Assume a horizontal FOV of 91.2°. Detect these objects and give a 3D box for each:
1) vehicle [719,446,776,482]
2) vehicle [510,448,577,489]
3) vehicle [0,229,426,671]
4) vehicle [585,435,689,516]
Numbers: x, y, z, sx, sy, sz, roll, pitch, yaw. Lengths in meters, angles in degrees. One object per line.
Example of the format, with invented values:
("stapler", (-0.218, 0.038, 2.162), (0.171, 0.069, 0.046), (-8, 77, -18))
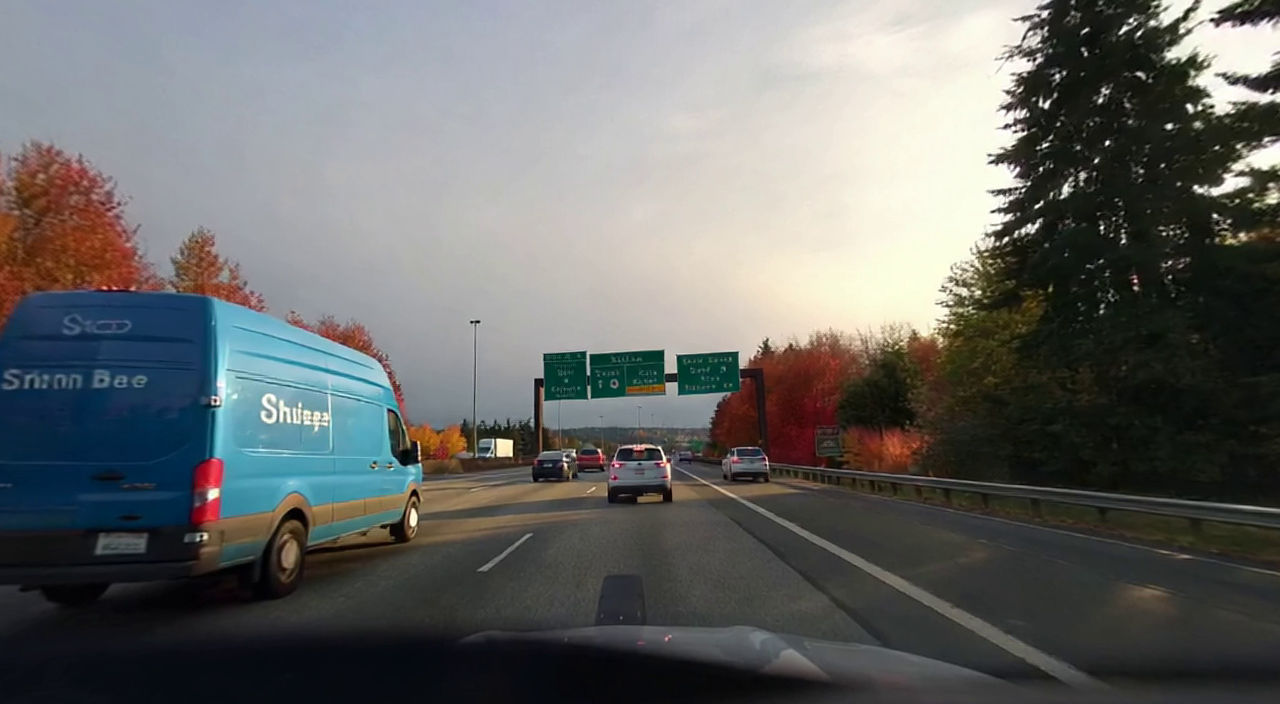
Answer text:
("vehicle", (4.936, 5.209, 29.436), (1.962, 1.503, 4.432), (0, -9, 1))
("vehicle", (-3.805, 4.654, 25.433), (2.015, 1.496, 4.312), (0, -9, 0))
("vehicle", (-4.477, 0.981, 6.731), (2.275, 2.692, 5.810), (0, -9, 0))
("vehicle", (-0.056, 2.936, 15.384), (2.195, 1.679, 4.070), (0, -9, 0))
